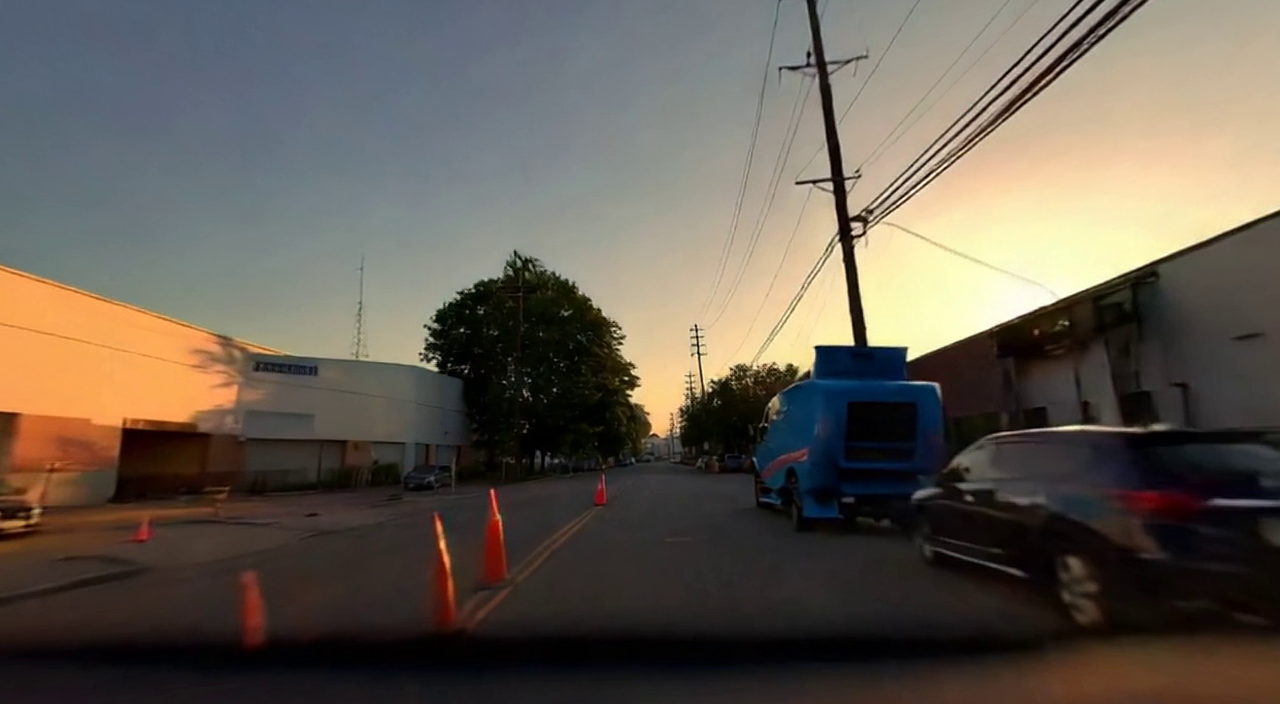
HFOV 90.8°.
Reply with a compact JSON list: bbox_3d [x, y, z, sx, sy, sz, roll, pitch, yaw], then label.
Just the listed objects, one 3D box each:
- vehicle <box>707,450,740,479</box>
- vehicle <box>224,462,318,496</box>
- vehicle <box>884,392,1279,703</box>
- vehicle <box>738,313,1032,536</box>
[{"bbox_3d":[6.098,8.249,46.656,2.010,1.985,5.124,-1,-9,3],"label":"vehicle"},{"bbox_3d":[-22.544,7.749,38.749,4.417,1.867,2.030,1,-9,-5],"label":"vehicle"},{"bbox_3d":[4.100,1.394,5.697,1.892,1.696,4.332,0,-9,-3],"label":"vehicle"},{"bbox_3d":[4.153,1.697,13.170,3.058,3.269,7.674,-1,-10,1],"label":"vehicle"}]
